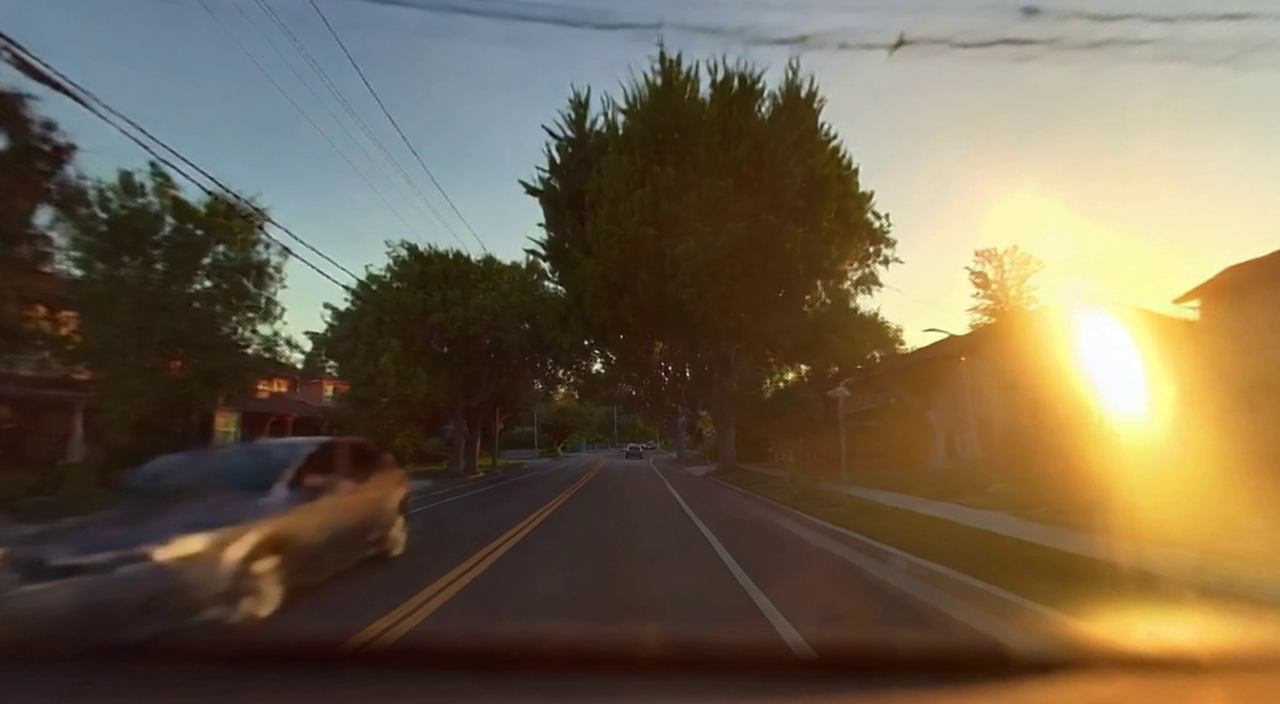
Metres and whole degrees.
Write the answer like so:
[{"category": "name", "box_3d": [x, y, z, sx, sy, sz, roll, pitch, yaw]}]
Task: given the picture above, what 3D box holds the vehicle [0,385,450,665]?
[{"category": "vehicle", "box_3d": [-3.803, 1.484, 6.558, 2.145, 1.762, 4.960, 0, -9, -1]}]
